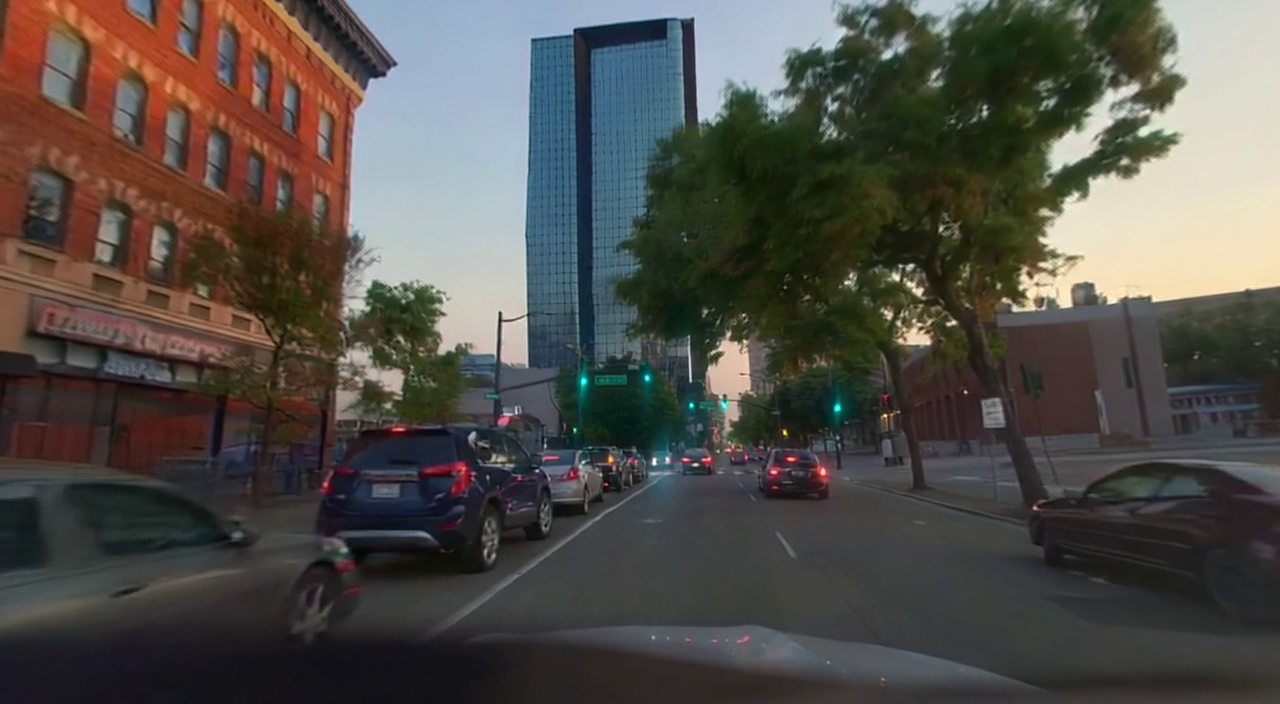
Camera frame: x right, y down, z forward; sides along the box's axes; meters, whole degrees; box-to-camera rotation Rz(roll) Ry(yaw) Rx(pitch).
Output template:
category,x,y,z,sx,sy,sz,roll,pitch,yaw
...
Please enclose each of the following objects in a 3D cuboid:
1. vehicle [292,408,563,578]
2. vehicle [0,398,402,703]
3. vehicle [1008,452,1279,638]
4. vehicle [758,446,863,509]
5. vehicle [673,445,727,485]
category,x,y,z,sx,sy,sz,roll,pitch,yaw
vehicle,-2.600,1.864,9.096,2.043,1.819,4.294,0,-9,6
vehicle,-2.986,0.992,2.541,2.214,1.496,4.648,0,-9,0
vehicle,6.242,1.854,6.950,1.956,1.446,4.537,0,-9,5
vehicle,4.510,3.370,17.423,2.150,1.464,4.467,-1,-9,7
vehicle,2.566,4.754,26.682,2.102,1.521,4.078,0,-9,6
